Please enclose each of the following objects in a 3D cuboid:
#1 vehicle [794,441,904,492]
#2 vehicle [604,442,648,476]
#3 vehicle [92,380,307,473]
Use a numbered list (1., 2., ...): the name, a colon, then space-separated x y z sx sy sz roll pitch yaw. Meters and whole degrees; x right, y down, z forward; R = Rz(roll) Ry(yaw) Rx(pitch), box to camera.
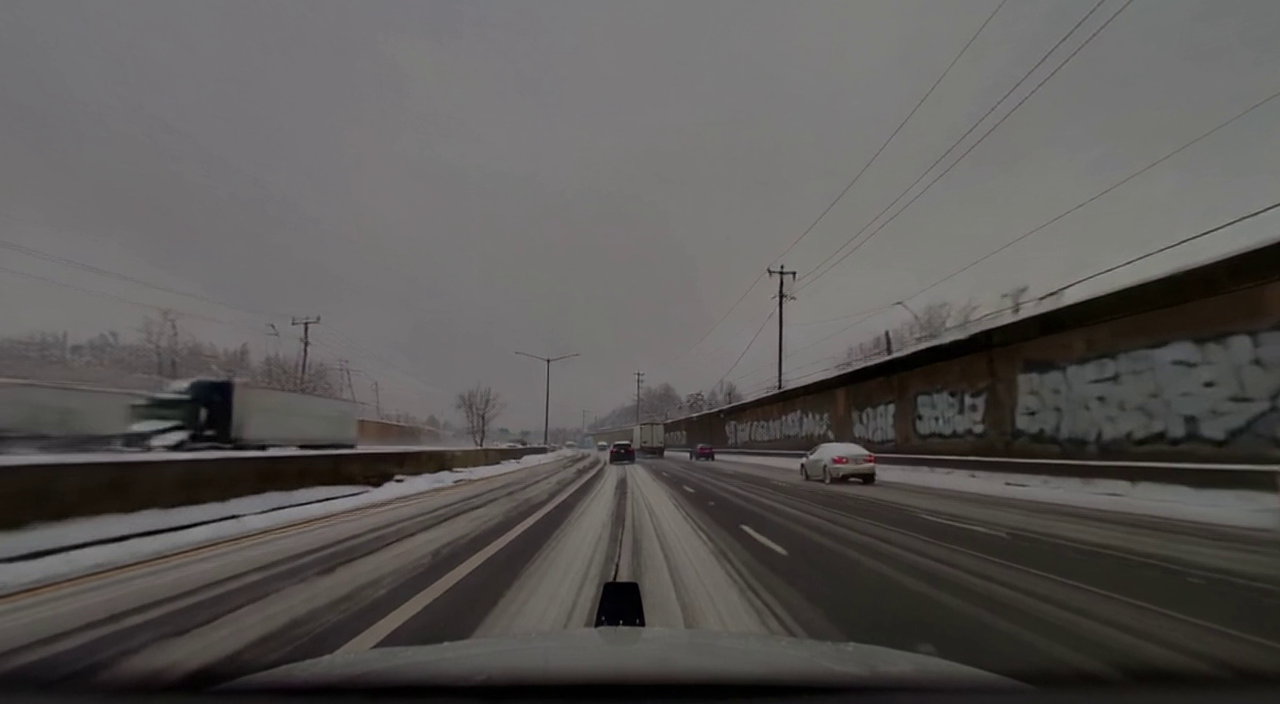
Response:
1. vehicle: 6.907 3.819 21.474 2.032 1.525 4.631 0 -9 -1
2. vehicle: -0.724 5.606 33.334 2.191 1.685 3.353 0 -9 -1
3. vehicle: -17.110 3.135 25.554 2.933 3.133 8.090 0 -9 -1
